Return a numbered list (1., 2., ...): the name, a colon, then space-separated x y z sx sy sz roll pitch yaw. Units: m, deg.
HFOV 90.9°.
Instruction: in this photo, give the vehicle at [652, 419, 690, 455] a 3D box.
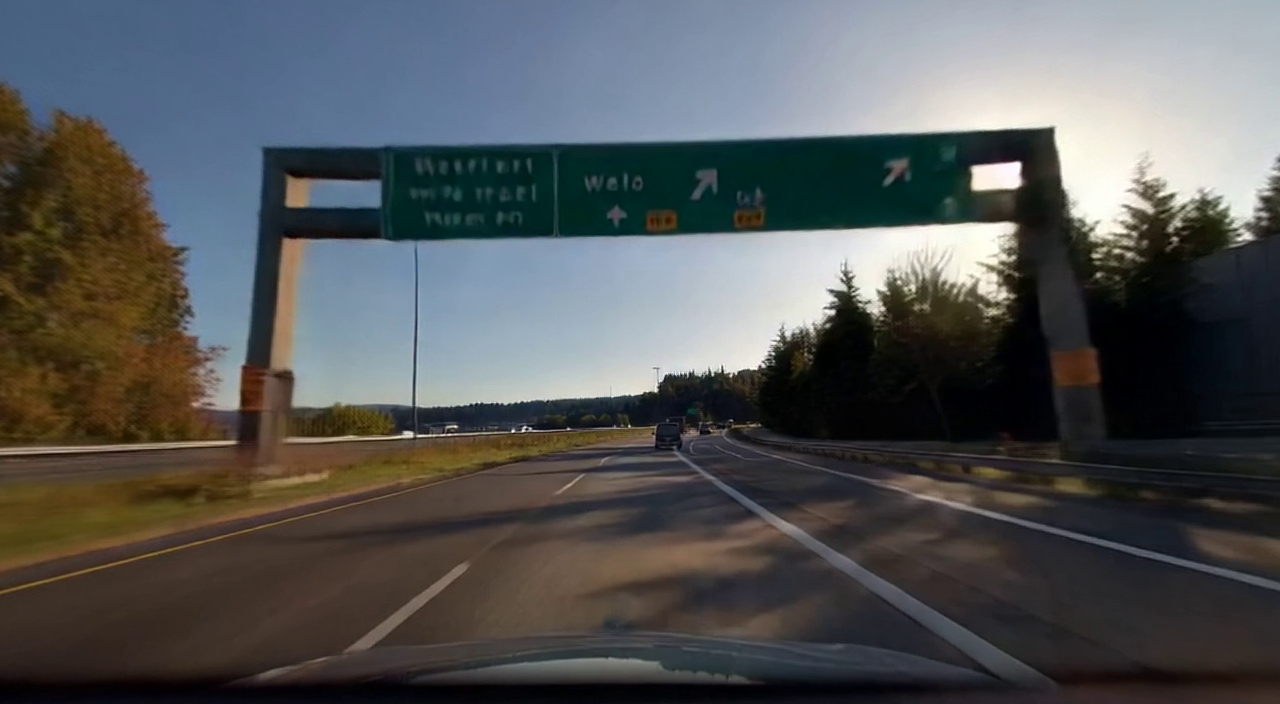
1. vehicle: 2.077 5.845 43.471 2.450 2.314 4.753 0 -8 2
